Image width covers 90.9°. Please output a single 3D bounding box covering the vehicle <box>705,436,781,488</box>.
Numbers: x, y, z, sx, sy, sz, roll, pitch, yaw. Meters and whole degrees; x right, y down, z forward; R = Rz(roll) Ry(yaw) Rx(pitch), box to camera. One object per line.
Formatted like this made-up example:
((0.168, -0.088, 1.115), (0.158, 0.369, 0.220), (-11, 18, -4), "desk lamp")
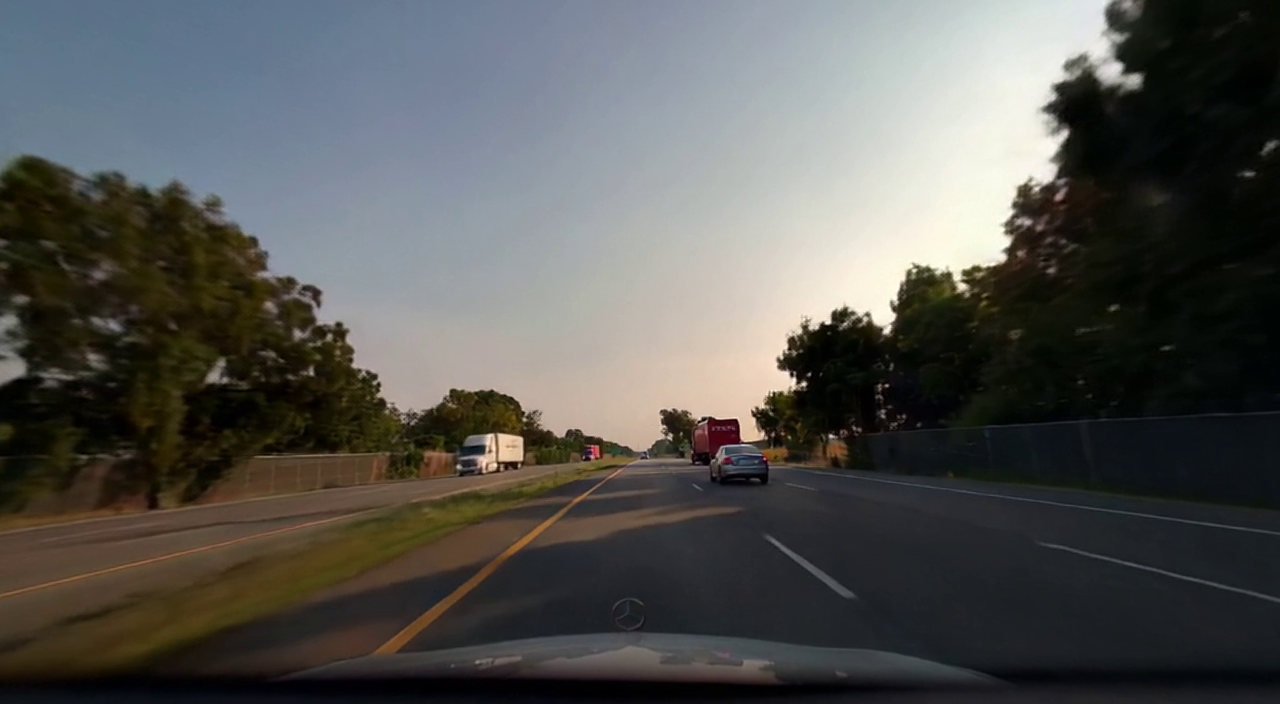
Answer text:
((3.762, 4.115, 23.787), (2.093, 1.742, 4.167), (0, -9, -1), "vehicle")
